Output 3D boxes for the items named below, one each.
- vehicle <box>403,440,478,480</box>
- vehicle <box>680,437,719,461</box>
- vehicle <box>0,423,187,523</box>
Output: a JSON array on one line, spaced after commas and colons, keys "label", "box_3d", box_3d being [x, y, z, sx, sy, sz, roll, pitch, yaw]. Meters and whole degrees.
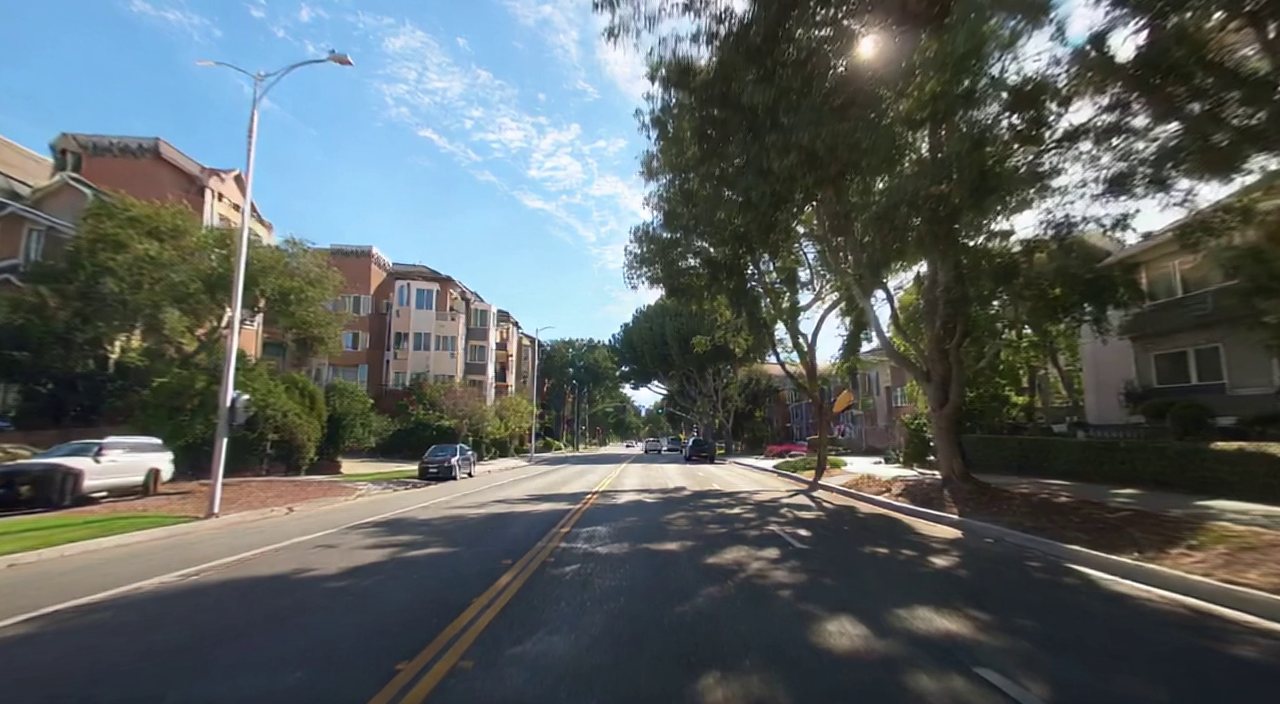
[{"label": "vehicle", "box_3d": [-9.291, 5.014, 29.666, 1.933, 1.498, 4.446, -4, -7, 2]}, {"label": "vehicle", "box_3d": [3.818, 6.343, 41.210, 2.078, 1.488, 4.741, 0, -8, -1]}, {"label": "vehicle", "box_3d": [-12.699, 2.450, 13.120, 2.226, 1.784, 5.932, 0, -9, -1]}]
